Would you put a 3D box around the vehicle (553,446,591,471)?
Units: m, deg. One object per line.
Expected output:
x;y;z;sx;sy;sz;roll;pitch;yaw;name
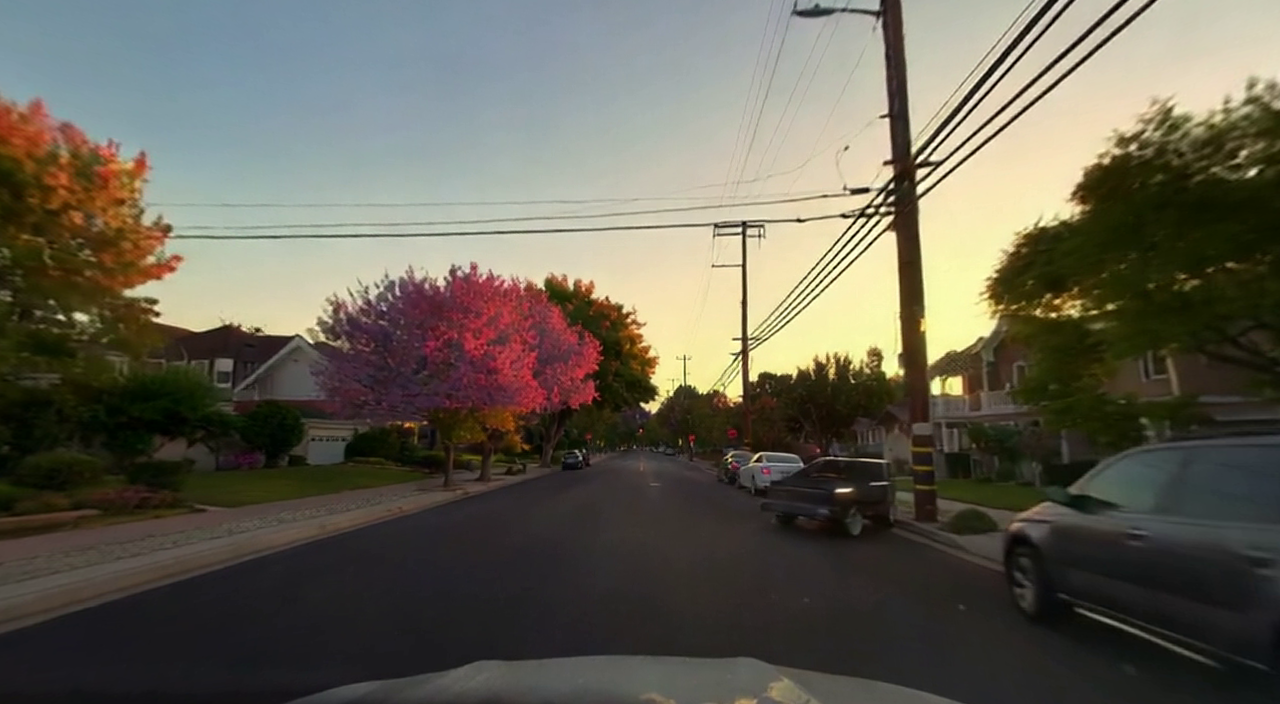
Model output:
-4.475;7.114;42.375;1.938;1.508;4.481;0;-8;2;vehicle

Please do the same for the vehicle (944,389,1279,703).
3.935;1.146;3.703;2.103;1.679;4.386;0;-9;0;vehicle

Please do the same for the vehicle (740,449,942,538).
4.223;2.710;12.872;2.075;1.449;4.526;-9;-12;43;vehicle
